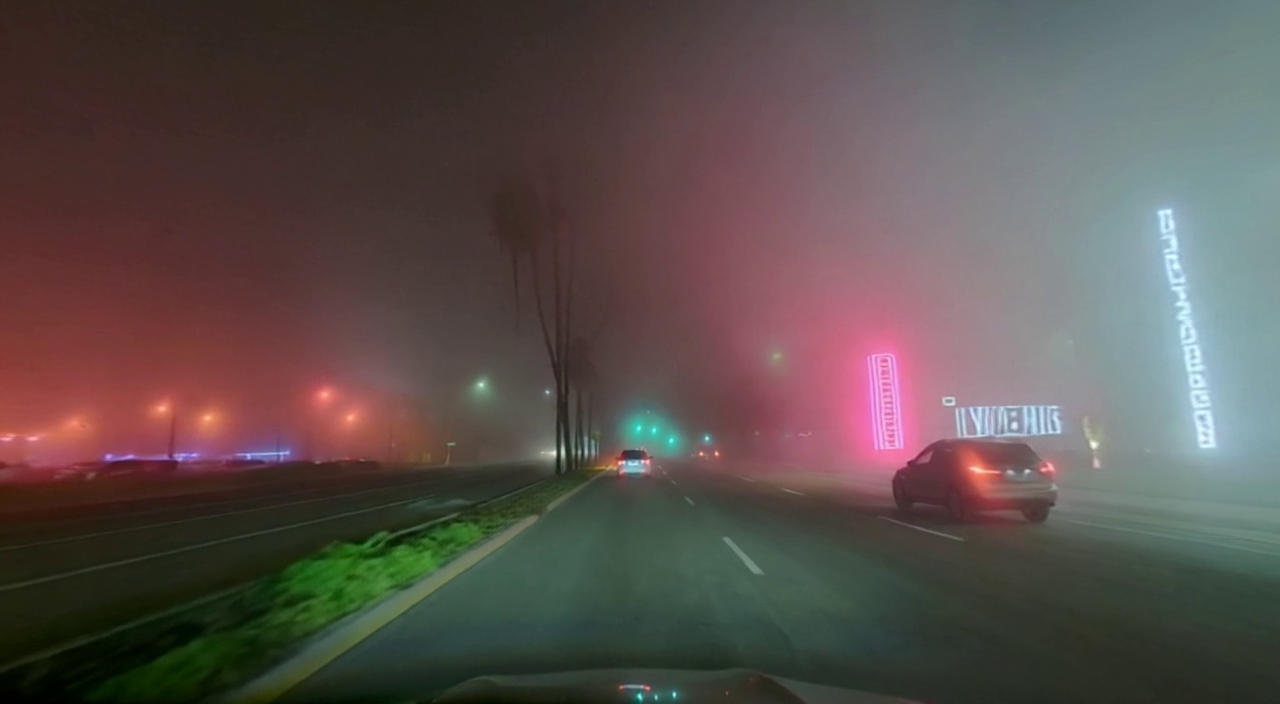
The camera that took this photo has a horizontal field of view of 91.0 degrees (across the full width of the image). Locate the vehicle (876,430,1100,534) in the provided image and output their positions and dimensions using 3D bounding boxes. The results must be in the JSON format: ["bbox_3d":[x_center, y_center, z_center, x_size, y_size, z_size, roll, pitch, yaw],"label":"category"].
[{"bbox_3d":[6.305,2.365,12.038,1.949,1.647,3.894,0,-9,-2],"label":"vehicle"}]

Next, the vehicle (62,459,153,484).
[{"bbox_3d":[-33.550,7.526,39.733,3.986,1.432,1.885,0,-9,0],"label":"vehicle"}]

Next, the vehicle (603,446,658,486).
[{"bbox_3d":[-0.348,4.376,24.395,1.970,1.402,3.756,0,-8,0],"label":"vehicle"}]
